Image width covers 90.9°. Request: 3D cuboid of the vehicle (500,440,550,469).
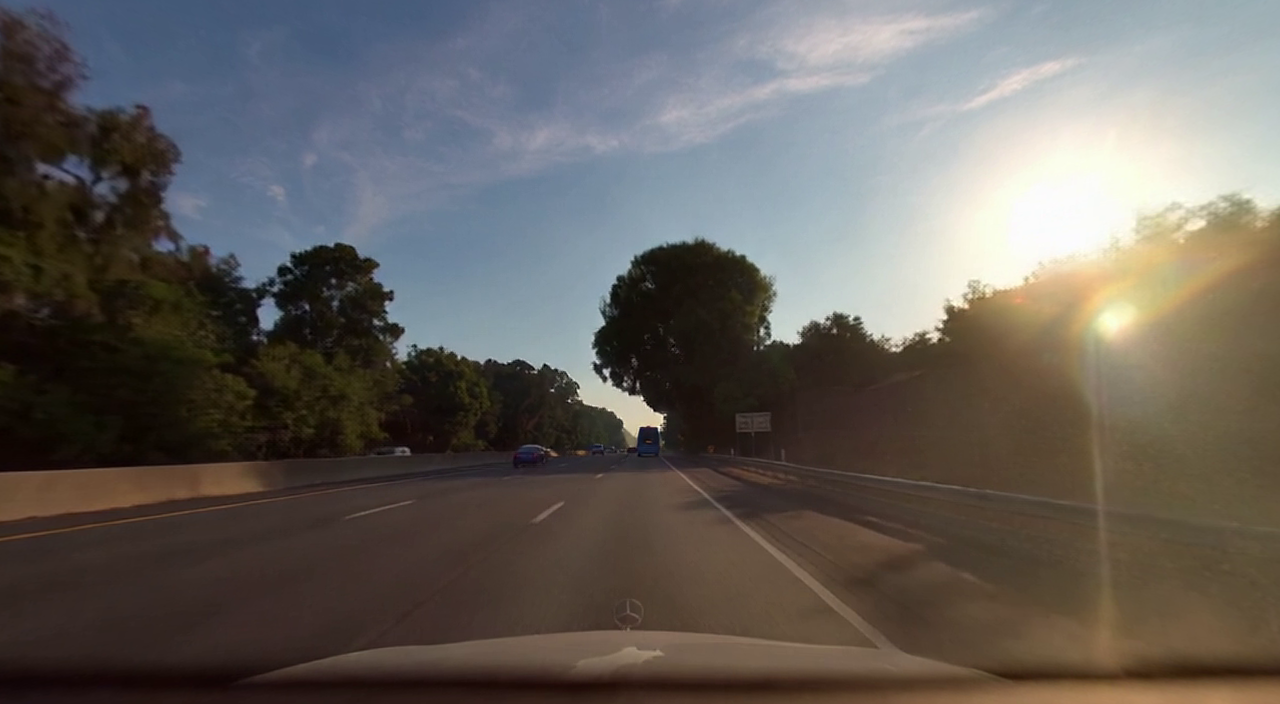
[{"bbox_3d":[-6.961,6.243,38.633,2.080,1.674,4.660,0,-8,1],"label":"vehicle"}]
